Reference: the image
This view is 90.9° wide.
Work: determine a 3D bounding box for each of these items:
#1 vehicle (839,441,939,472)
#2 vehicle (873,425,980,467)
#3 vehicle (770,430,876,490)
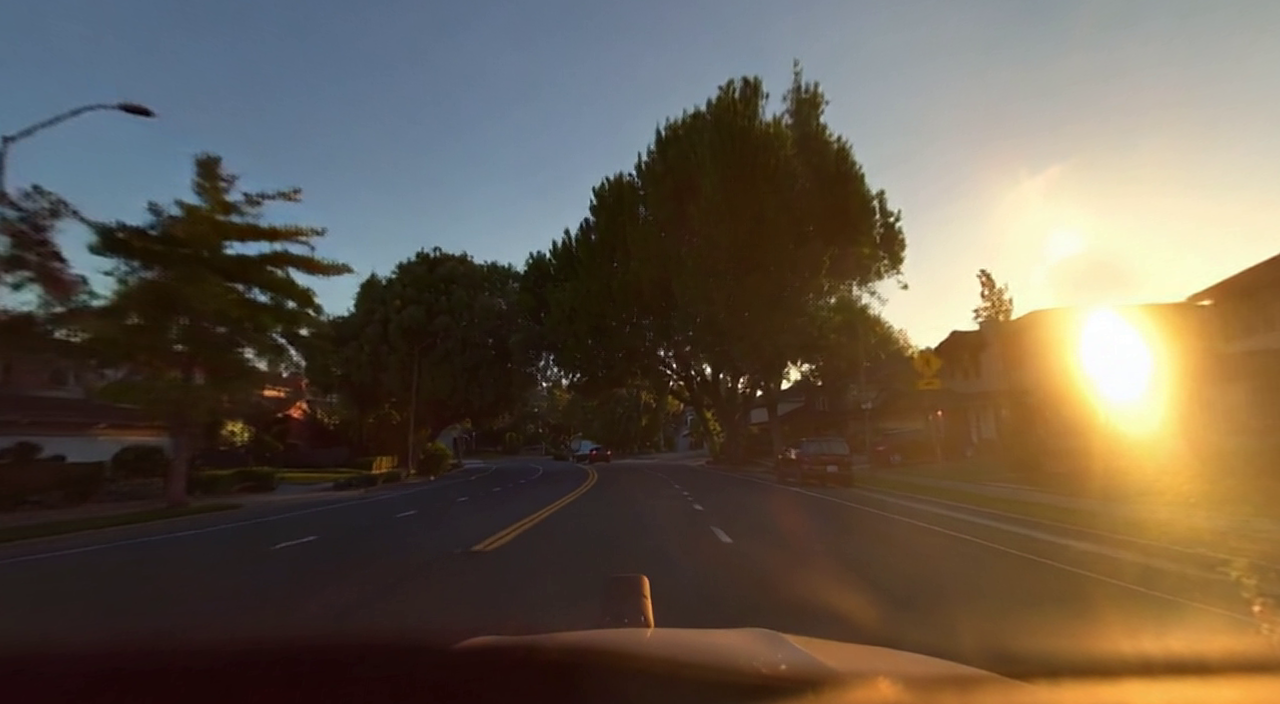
[{"bbox_3d":[12.448,5.236,31.537,4.508,1.462,1.721,3,-10,-17],"label":"vehicle"},{"bbox_3d":[15.838,5.180,35.235,2.205,1.995,5.543,-1,-7,-16],"label":"vehicle"},{"bbox_3d":[6.752,4.075,24.218,2.348,1.986,6.289,-1,-9,2],"label":"vehicle"}]
